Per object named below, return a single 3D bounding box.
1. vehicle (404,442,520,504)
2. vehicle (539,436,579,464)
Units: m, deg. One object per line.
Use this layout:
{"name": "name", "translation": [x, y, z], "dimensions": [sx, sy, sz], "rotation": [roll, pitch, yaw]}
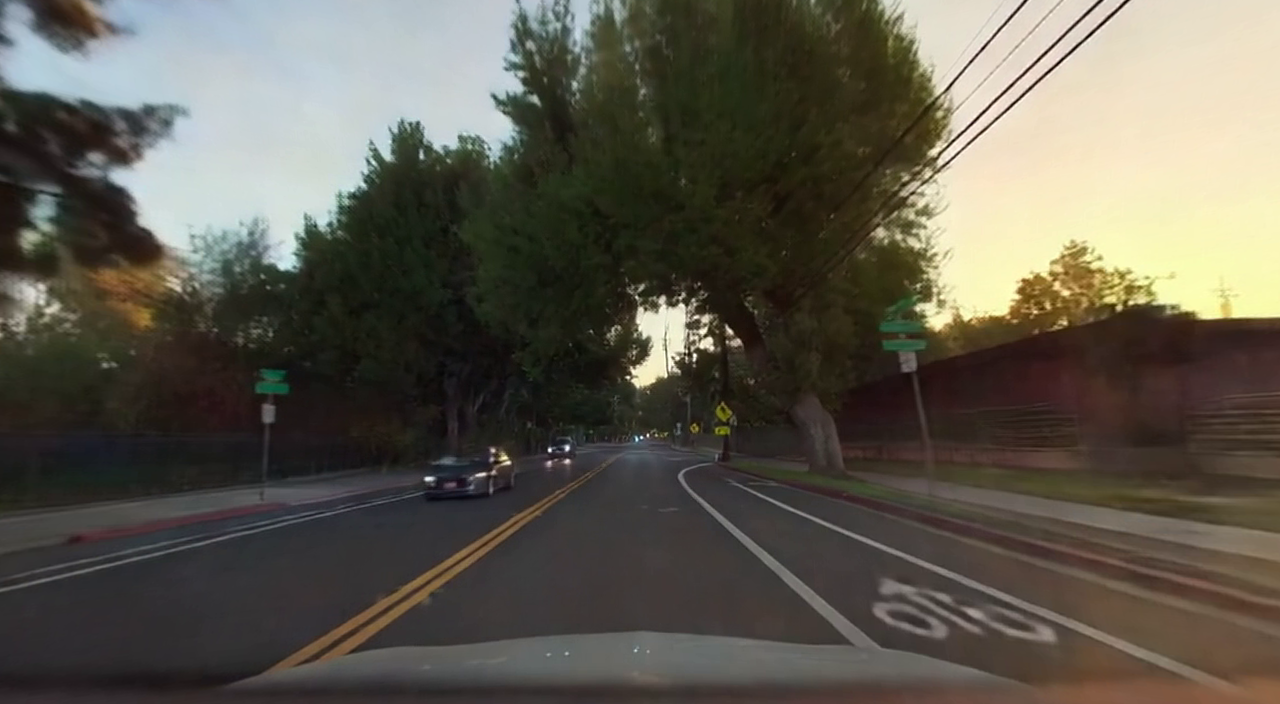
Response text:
{"name": "vehicle", "translation": [-4.728, 3.247, 17.462], "dimensions": [1.966, 1.468, 4.207], "rotation": [0, -8, 0]}
{"name": "vehicle", "translation": [-5.510, 6.738, 43.445], "dimensions": [2.228, 1.792, 4.397], "rotation": [0, -8, -1]}
